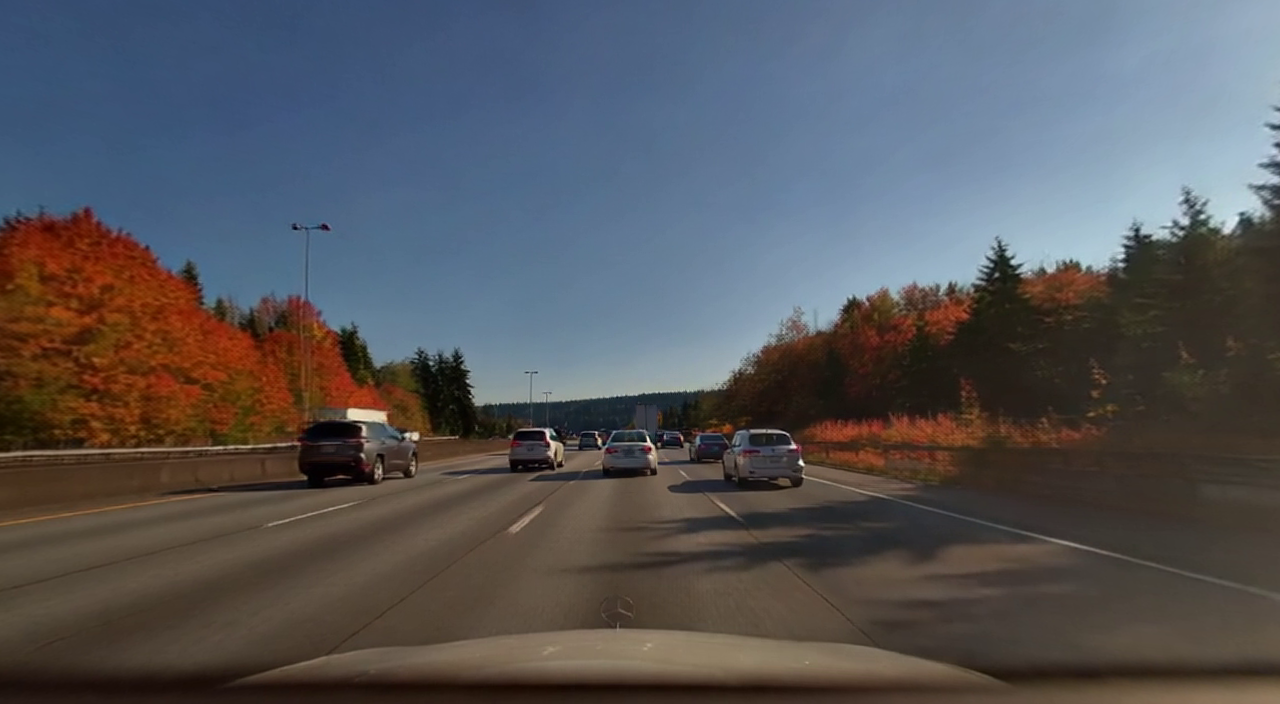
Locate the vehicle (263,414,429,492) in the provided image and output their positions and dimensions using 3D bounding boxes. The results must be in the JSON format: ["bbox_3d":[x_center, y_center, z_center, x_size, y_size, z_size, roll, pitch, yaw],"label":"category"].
[{"bbox_3d":[-7.524,2.626,16.778,2.117,1.779,4.745,0,-8,0],"label":"vehicle"}]

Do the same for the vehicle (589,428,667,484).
[{"bbox_3d":[-0.301,3.108,19.193,2.111,1.494,4.364,0,-8,1],"label":"vehicle"}]

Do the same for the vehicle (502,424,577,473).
[{"bbox_3d":[-3.673,3.623,23.822,2.064,1.672,4.277,0,-8,1],"label":"vehicle"}]

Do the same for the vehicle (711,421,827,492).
[{"bbox_3d":[3.274,2.733,16.924,2.095,1.650,4.331,0,-8,-1],"label":"vehicle"}]
